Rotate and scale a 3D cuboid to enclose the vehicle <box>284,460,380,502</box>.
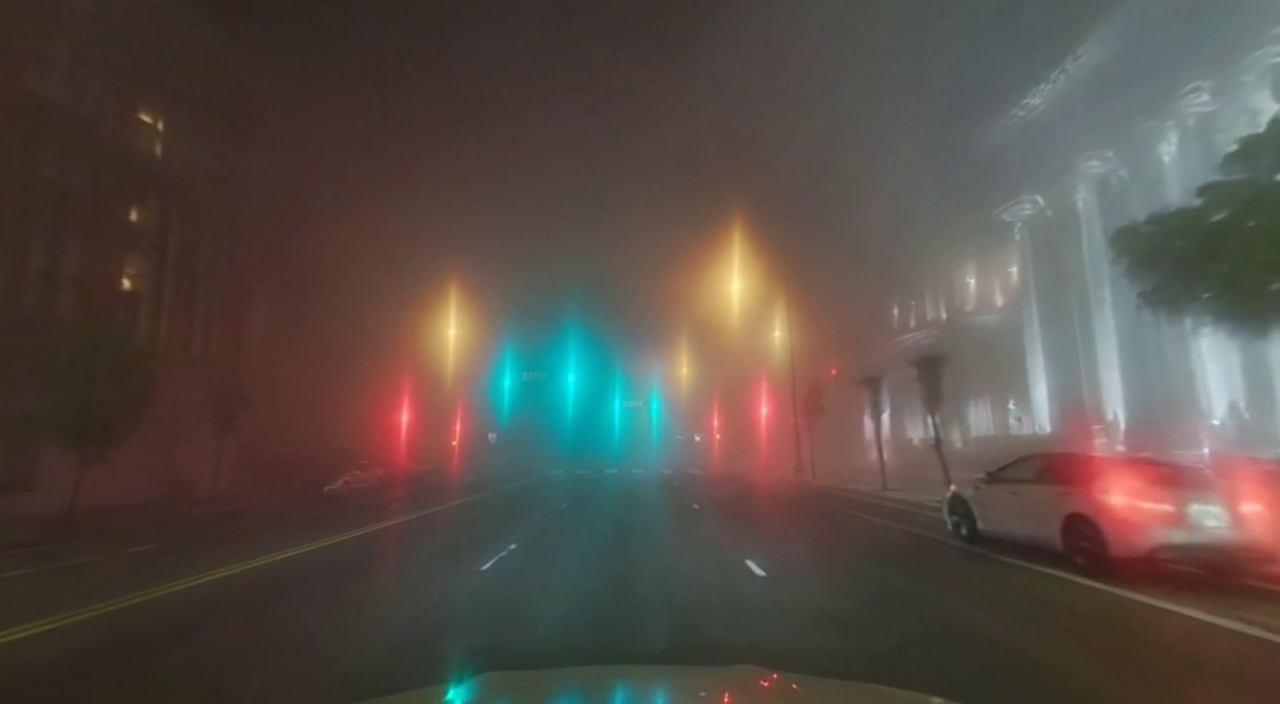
[{"bbox_3d":[-12.485,5.231,25.990,1.767,1.455,4.389,0,-9,0],"label":"vehicle"}]

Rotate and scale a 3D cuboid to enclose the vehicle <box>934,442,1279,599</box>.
[{"bbox_3d":[6.081,1.937,8.328,2.091,1.445,4.678,0,-9,-1],"label":"vehicle"}]

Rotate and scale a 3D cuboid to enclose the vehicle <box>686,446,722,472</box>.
[{"bbox_3d":[4.040,6.651,39.533,2.085,1.530,4.125,-1,-9,7],"label":"vehicle"}]

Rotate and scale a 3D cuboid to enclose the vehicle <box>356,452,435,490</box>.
[{"bbox_3d":[-12.641,6.148,33.102,2.011,1.668,5.474,-1,-8,-1],"label":"vehicle"}]
